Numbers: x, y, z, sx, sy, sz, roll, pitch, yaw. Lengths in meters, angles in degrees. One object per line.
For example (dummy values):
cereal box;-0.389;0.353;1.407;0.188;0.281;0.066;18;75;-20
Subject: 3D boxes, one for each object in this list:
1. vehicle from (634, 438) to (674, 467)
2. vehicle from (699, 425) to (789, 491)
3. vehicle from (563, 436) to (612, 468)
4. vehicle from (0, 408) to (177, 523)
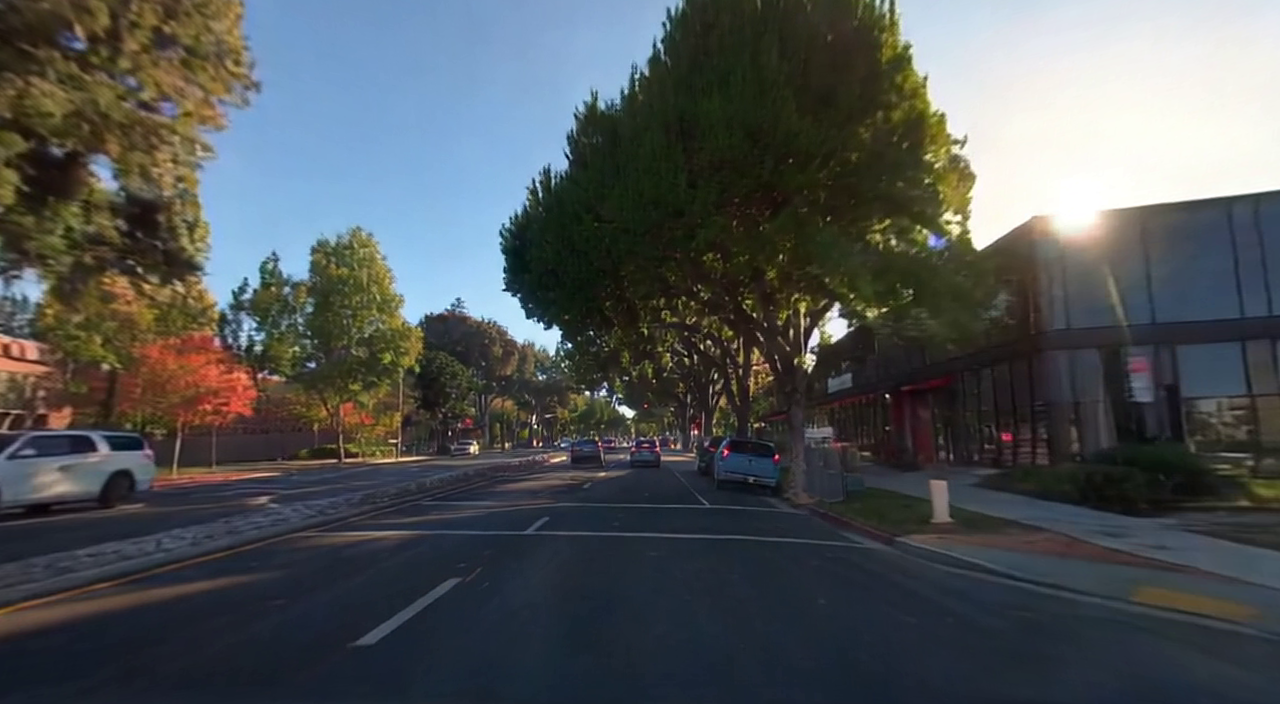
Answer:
vehicle;0.791;5.520;34.961;2.085;1.475;3.976;0;-8;2
vehicle;3.164;3.362;20.365;2.175;1.850;5.118;0;-8;2
vehicle;-2.564;5.011;31.901;1.921;1.477;4.083;-1;-8;3
vehicle;-11.998;2.151;12.225;2.260;1.921;4.902;0;-8;1
